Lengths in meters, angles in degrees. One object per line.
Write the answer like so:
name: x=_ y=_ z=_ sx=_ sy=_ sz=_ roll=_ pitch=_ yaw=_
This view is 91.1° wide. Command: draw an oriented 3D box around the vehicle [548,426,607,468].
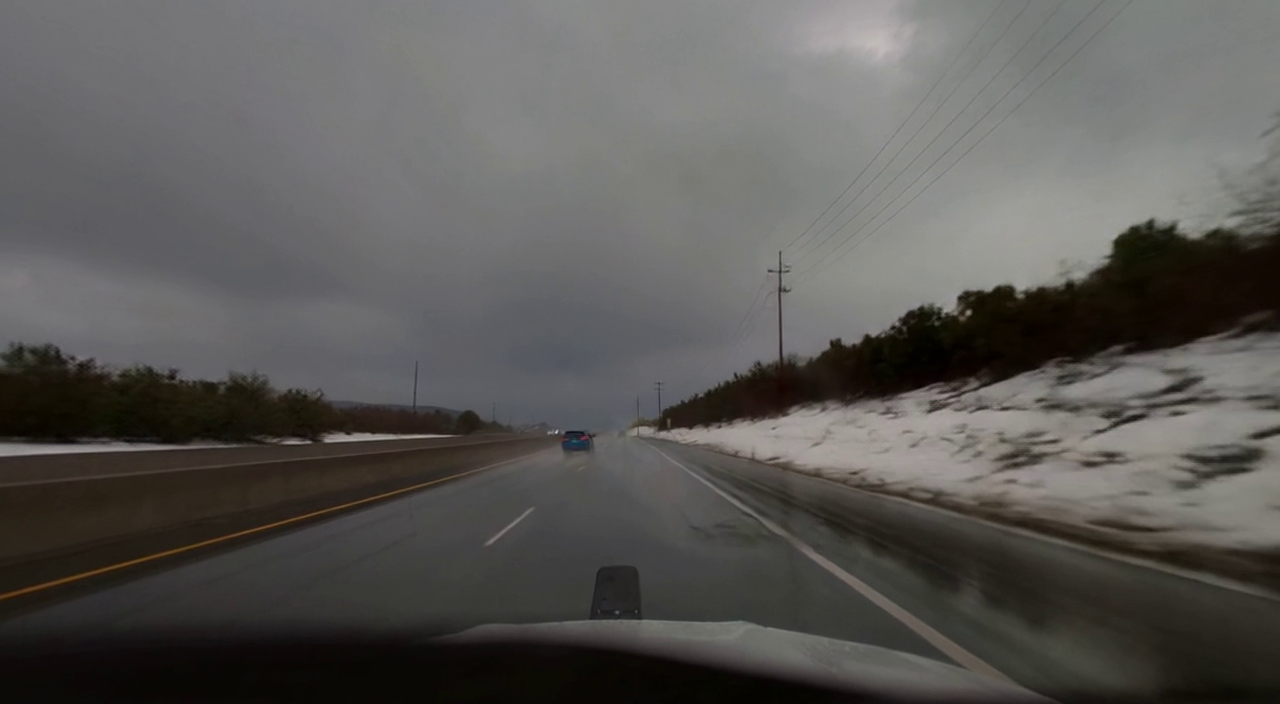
vehicle: x=-2.412 y=3.777 z=25.207 sx=1.999 sy=1.536 sz=3.969 roll=0 pitch=-8 yaw=0
